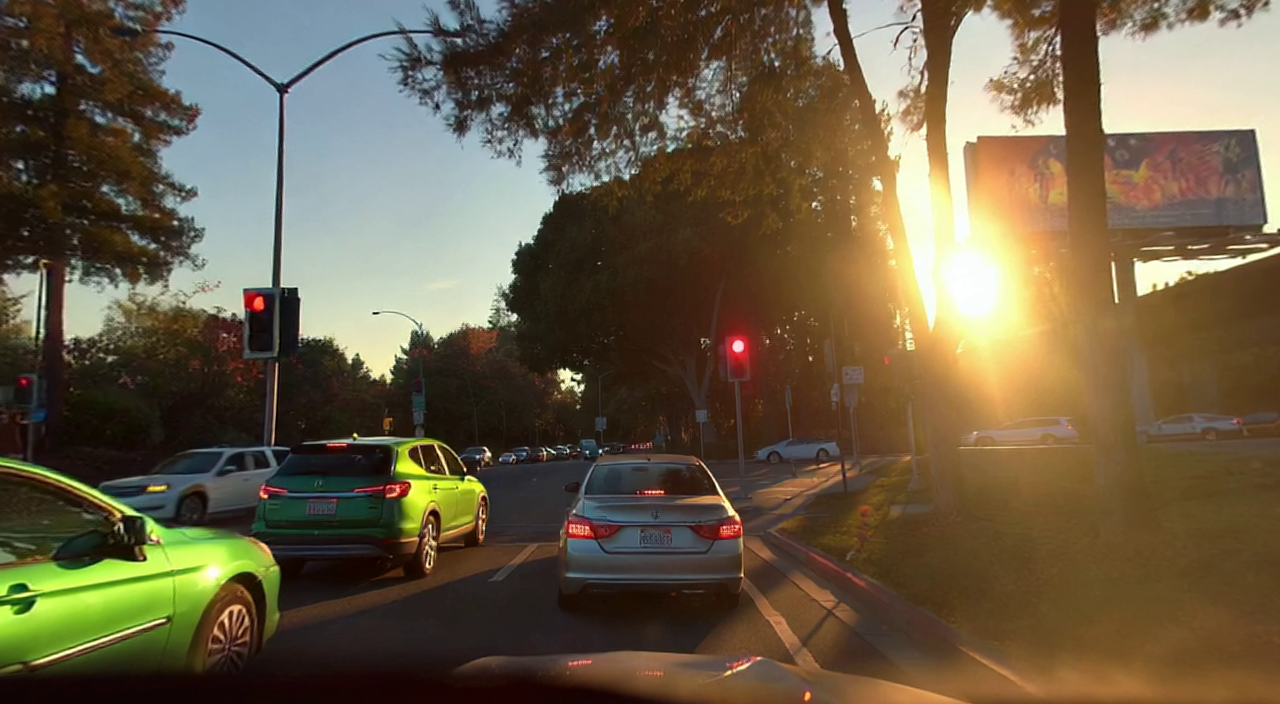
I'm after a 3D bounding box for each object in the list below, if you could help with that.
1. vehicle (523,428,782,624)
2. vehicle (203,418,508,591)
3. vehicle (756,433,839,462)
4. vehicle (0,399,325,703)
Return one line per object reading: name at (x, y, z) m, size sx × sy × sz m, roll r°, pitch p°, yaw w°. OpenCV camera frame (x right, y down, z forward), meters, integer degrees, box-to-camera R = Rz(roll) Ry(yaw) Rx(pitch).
vehicle at (0.031, 1.600, 6.629) m, size 1.977 × 1.467 × 3.474 m, roll 0°, pitch -9°, yaw -2°
vehicle at (-3.165, 1.782, 8.140) m, size 1.950 × 1.628 × 4.082 m, roll -1°, pitch -9°, yaw 1°
vehicle at (8.457, 5.139, 33.850) m, size 4.165 × 1.462 × 1.914 m, roll -3°, pitch -9°, yaw 17°
vehicle at (-3.148, 0.973, 2.426) m, size 1.808 × 1.520 × 3.846 m, roll -1°, pitch -9°, yaw 1°
